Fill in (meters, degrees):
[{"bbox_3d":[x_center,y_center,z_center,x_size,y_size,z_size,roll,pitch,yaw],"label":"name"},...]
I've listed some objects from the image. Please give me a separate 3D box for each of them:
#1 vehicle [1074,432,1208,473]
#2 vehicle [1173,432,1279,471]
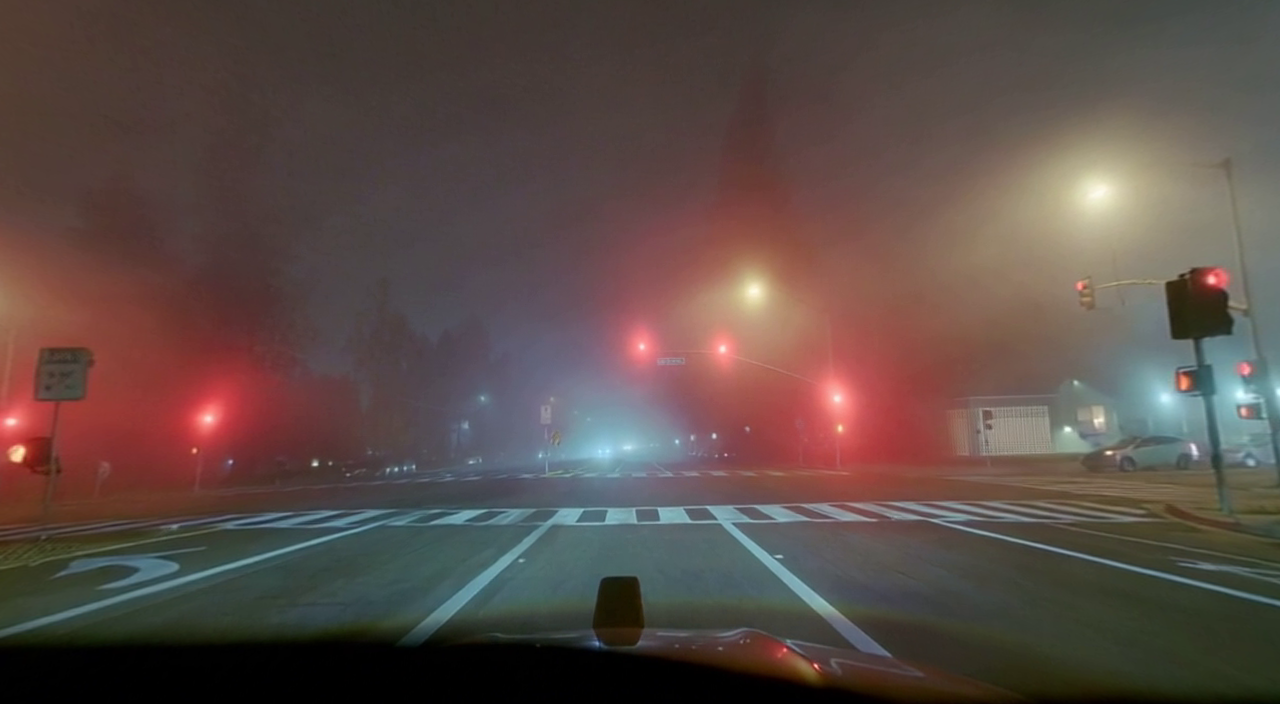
[{"bbox_3d":[22.104,4.443,27.987,4.323,1.746,1.872,0,-9,-3],"label":"vehicle"},{"bbox_3d":[27.344,4.477,28.468,4.910,1.644,2.032,0,-9,-5],"label":"vehicle"}]
